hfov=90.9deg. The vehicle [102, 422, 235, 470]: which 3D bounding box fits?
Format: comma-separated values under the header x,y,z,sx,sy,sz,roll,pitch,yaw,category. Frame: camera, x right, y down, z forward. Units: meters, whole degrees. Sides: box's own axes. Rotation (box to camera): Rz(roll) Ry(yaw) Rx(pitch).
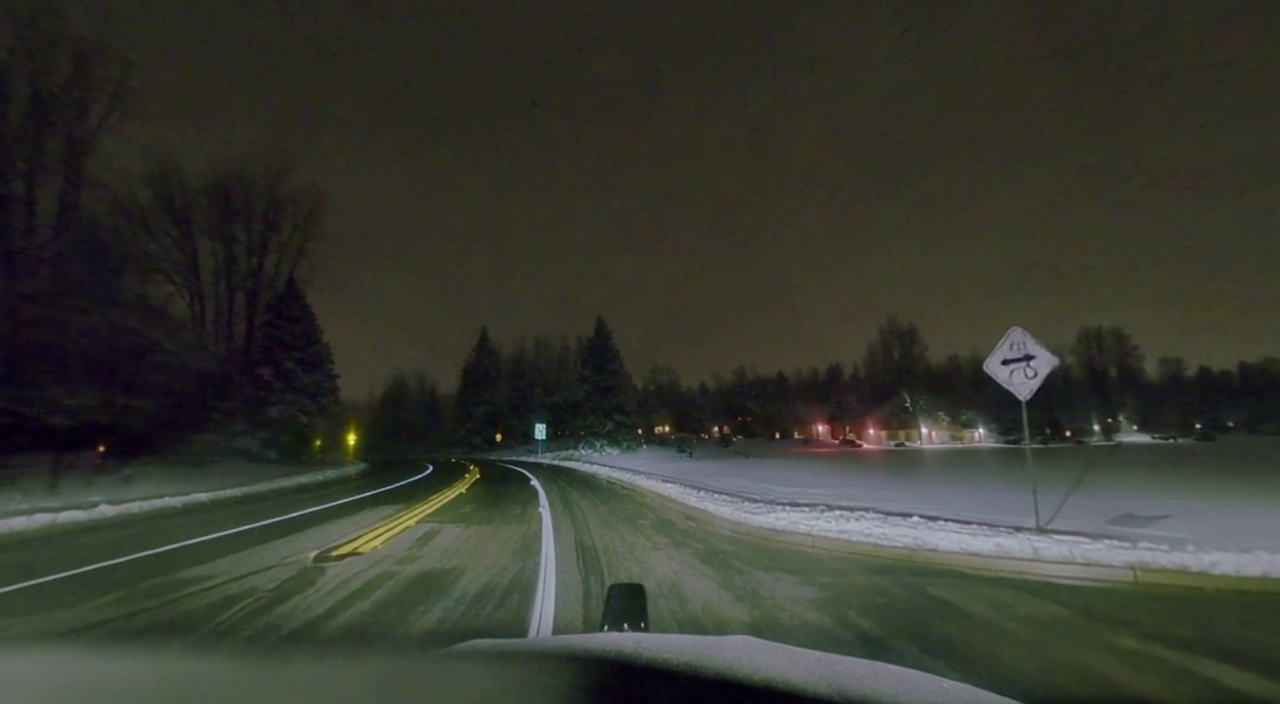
x,y,z,sx,sy,sz,roll,pitch,yaw,category
-21.001,4.195,28.128,4.699,1.996,2.116,-2,-9,15,vehicle
